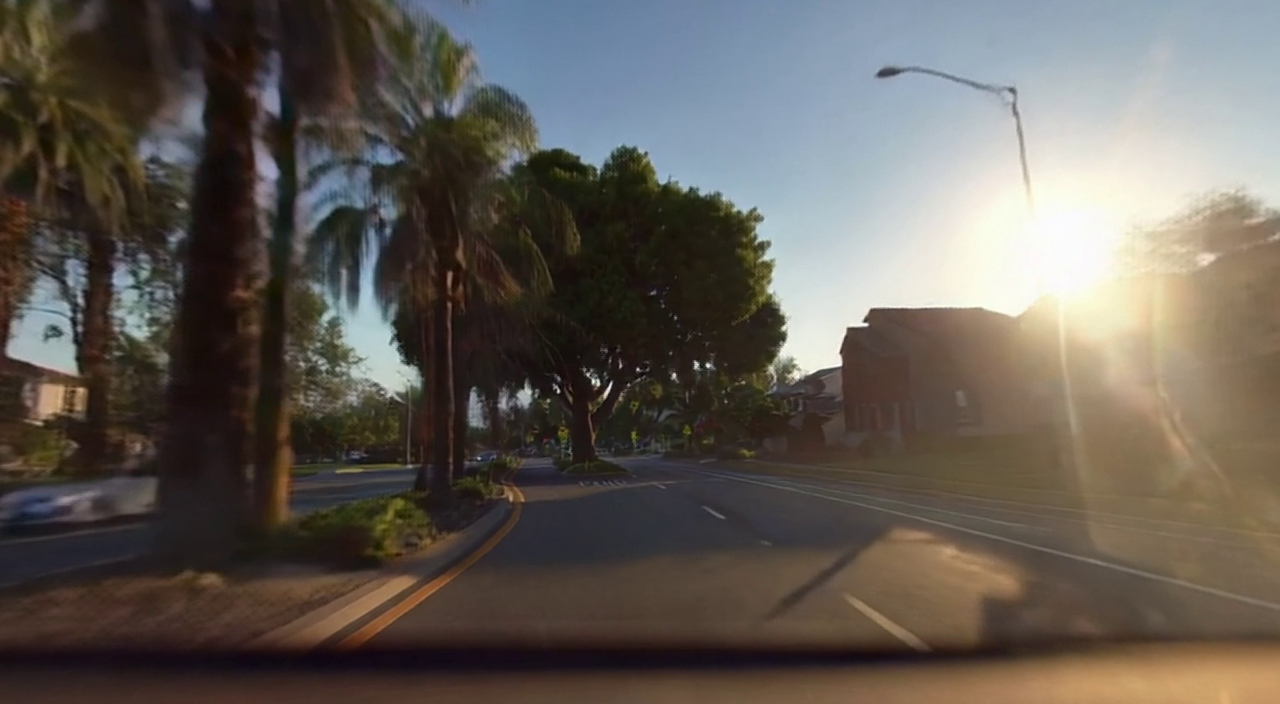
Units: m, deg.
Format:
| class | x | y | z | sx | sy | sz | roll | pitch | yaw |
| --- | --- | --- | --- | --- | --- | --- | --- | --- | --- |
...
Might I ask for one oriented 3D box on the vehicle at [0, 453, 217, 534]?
| class | x | y | z | sx | sy | sz | roll | pitch | yaw |
| --- | --- | --- | --- | --- | --- | --- | --- | --- | --- |
| vehicle | -12.322 | 3.136 | 14.644 | 1.965 | 1.492 | 4.498 | 0 | -8 | -2 |
